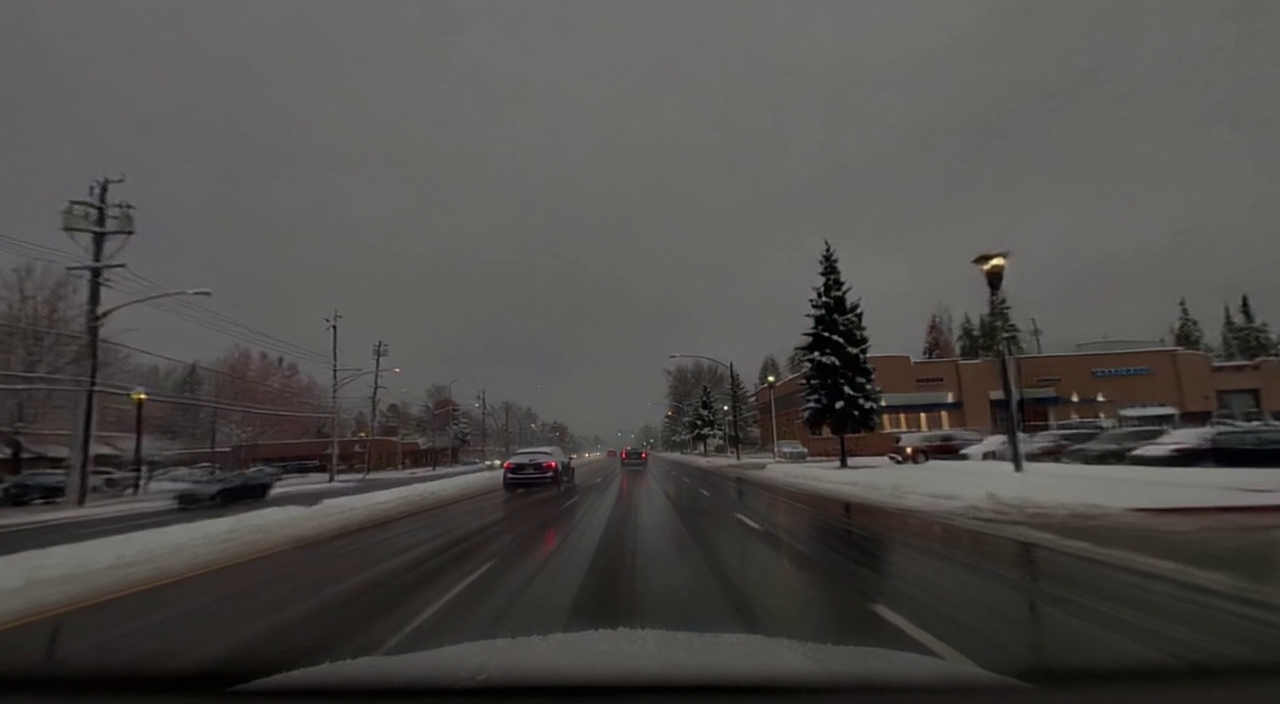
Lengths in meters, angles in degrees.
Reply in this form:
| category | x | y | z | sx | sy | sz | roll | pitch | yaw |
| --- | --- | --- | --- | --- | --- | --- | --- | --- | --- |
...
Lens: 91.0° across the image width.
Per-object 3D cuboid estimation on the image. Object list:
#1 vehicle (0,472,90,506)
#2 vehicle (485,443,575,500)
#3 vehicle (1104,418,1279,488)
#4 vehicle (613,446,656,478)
| category | x | y | z | sx | sy | sz | roll | pitch | yaw |
| --- | --- | --- | --- | --- | --- | --- | --- | --- | --- |
| vehicle | -30.561 | 6.765 | 31.232 | 4.598 | 1.511 | 2.041 | -1 | -9 | 1 |
| vehicle | -3.205 | 3.573 | 19.221 | 1.939 | 1.496 | 4.309 | 0 | -9 | 0 |
| vehicle | 14.080 | 2.358 | 14.822 | 4.630 | 1.497 | 2.016 | -1 | -9 | 1 |
| vehicle | -0.273 | 5.457 | 31.385 | 2.019 | 1.459 | 4.005 | 0 | -9 | -1 |
